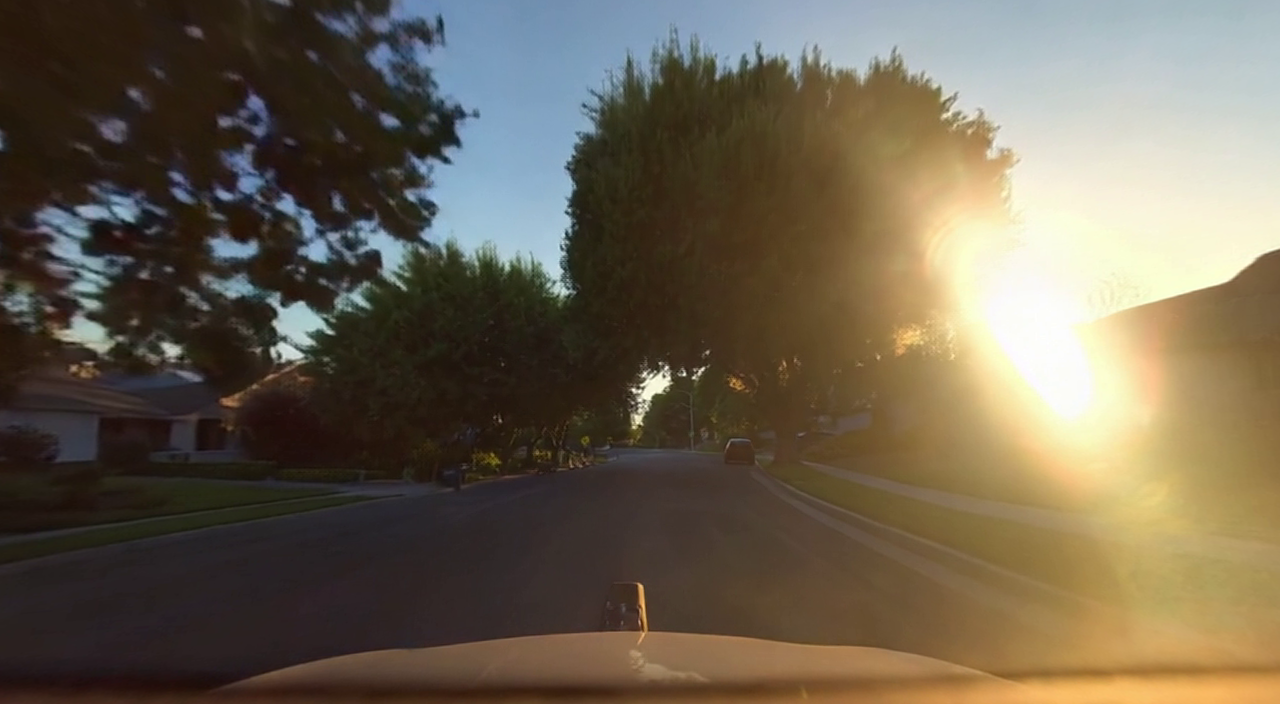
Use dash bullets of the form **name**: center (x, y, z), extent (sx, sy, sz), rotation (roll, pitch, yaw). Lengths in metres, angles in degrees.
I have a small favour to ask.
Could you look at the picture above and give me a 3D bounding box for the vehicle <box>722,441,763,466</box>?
- **vehicle**: center (6.649, 6.643, 41.565), extent (2.088, 1.522, 4.449), rotation (-1, -9, 2)
